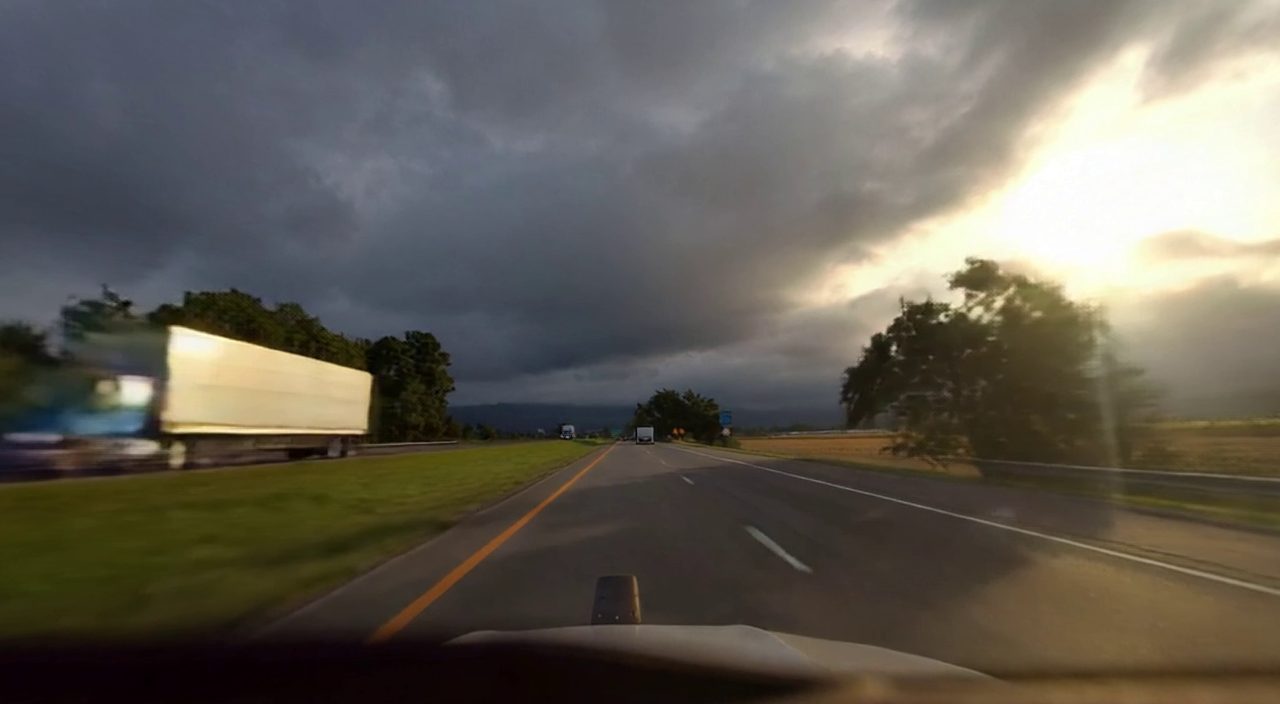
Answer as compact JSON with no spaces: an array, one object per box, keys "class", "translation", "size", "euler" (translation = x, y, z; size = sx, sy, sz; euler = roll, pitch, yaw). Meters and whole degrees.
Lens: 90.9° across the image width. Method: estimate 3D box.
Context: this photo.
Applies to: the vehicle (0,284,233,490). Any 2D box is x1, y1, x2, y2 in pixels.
[{"class":"vehicle","translation":[-12.927,1.003,14.649],"size":[2.994,3.854,5.842],"euler":[0,-8,-2]}]
